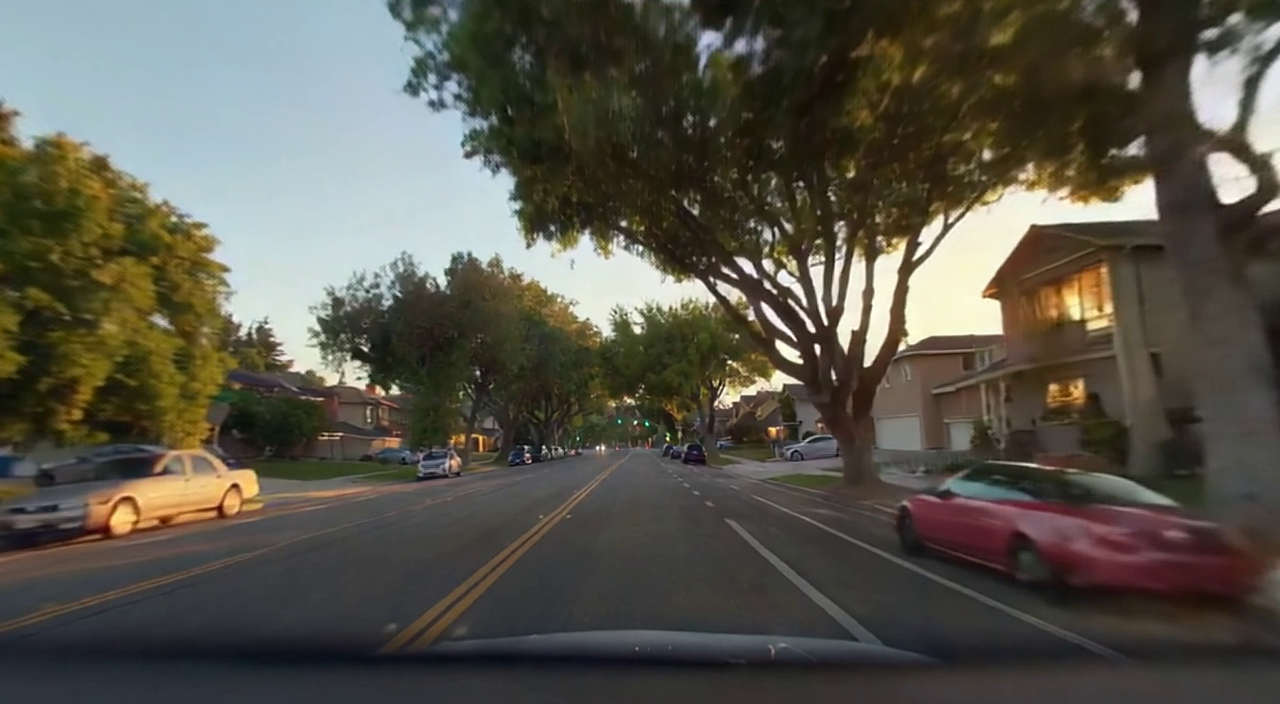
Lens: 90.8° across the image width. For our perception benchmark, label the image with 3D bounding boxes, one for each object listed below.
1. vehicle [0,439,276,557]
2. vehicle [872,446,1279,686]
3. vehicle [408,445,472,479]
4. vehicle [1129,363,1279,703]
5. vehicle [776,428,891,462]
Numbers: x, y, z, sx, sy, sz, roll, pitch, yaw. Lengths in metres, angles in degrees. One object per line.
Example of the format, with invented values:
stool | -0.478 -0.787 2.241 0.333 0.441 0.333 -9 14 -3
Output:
vehicle | -10.723 2.926 13.718 2.338 1.871 5.795 -4 -8 -1
vehicle | 4.216 1.651 6.278 1.905 1.403 4.849 0 -8 -1
vehicle | -10.908 6.066 34.790 2.082 1.661 4.403 -2 -10 0
vehicle | 4.190 0.744 1.431 2.254 1.812 4.817 0 -8 0
vehicle | 12.474 6.055 41.067 6.619 1.884 2.225 -2 -8 0
